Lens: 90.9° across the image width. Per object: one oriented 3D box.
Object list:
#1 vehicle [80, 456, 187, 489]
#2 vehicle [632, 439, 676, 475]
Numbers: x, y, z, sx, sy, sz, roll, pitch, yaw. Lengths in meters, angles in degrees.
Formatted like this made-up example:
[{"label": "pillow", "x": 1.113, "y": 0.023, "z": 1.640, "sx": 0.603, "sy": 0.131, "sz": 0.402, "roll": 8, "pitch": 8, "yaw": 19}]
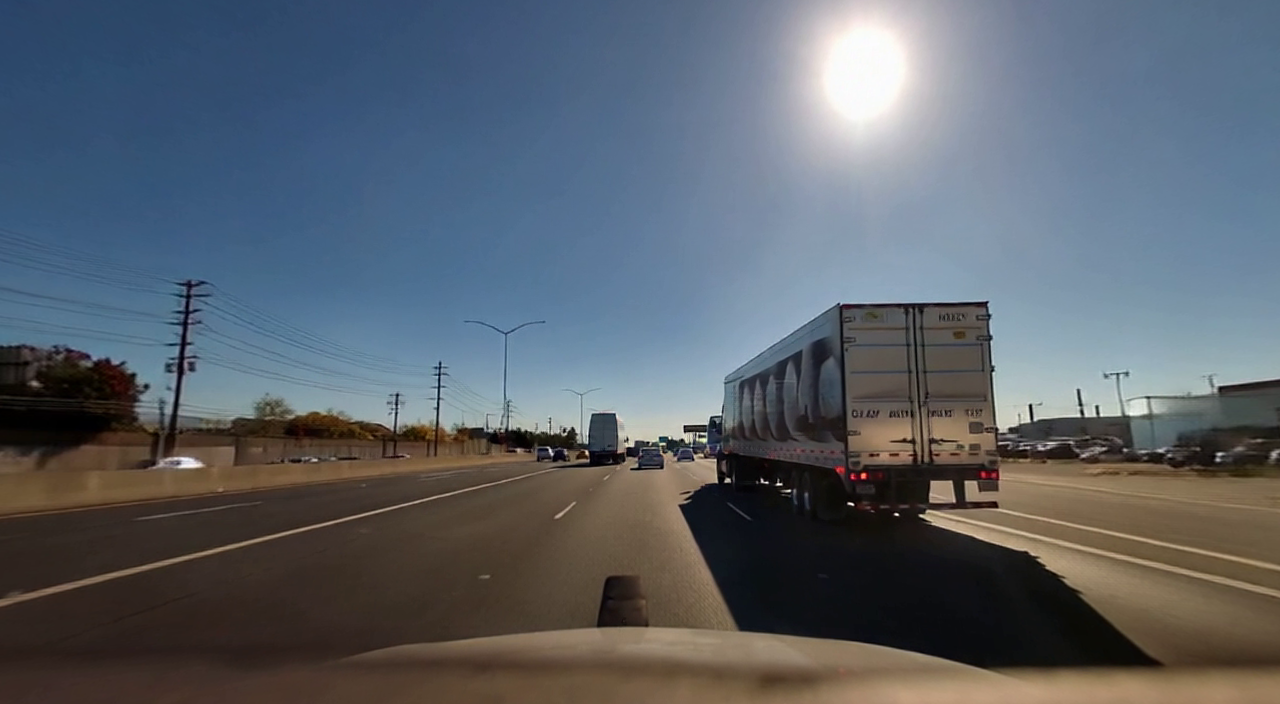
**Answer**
[{"label": "vehicle", "x": -26.721, "y": 6.364, "z": 33.521, "sx": 1.867, "sy": 1.537, "sz": 4.532, "roll": 0, "pitch": -8, "yaw": 0}, {"label": "vehicle", "x": 0.742, "y": 5.771, "z": 34.965, "sx": 2.279, "sy": 1.837, "sz": 4.747, "roll": 0, "pitch": -8, "yaw": 0}]
